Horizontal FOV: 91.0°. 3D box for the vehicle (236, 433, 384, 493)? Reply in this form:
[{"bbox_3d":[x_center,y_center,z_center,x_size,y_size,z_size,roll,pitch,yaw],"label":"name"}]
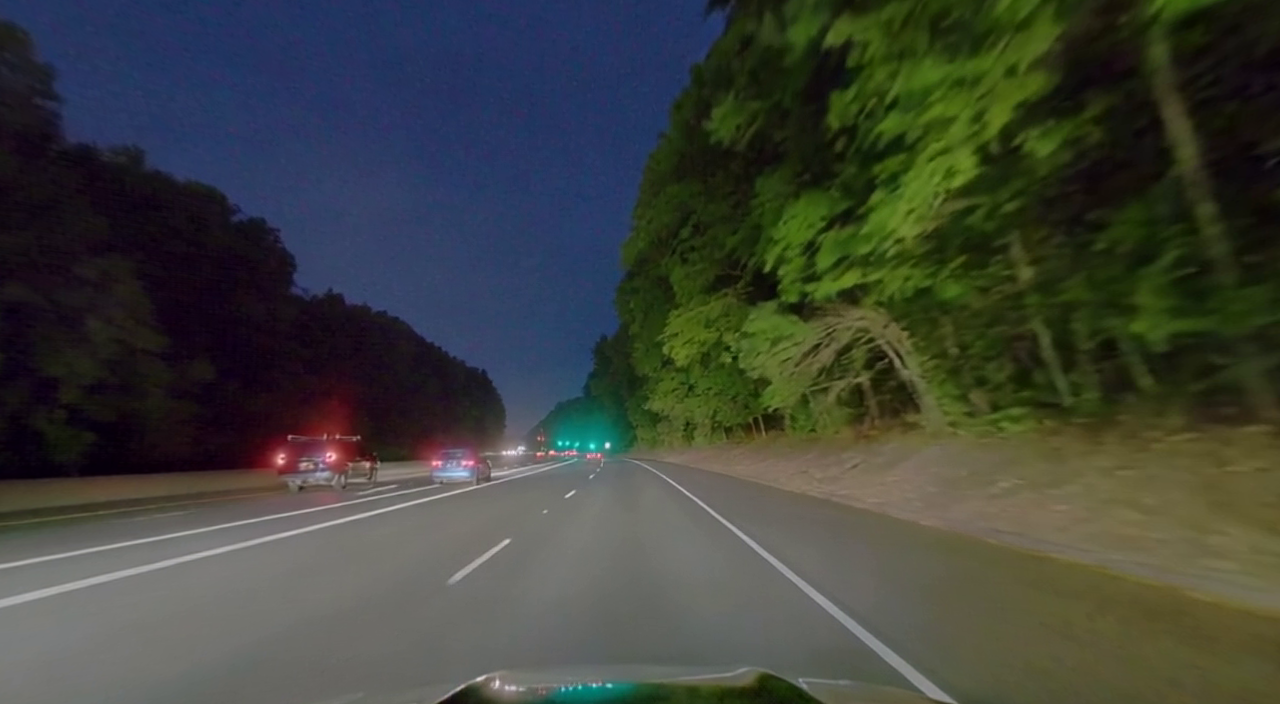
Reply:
[{"bbox_3d":[-11.809,4.011,23.190,2.425,1.926,5.584,0,-9,0],"label":"vehicle"}]

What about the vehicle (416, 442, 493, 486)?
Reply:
[{"bbox_3d":[-7.789,4.728,26.913,2.060,1.680,4.255,0,-9,-1],"label":"vehicle"}]
